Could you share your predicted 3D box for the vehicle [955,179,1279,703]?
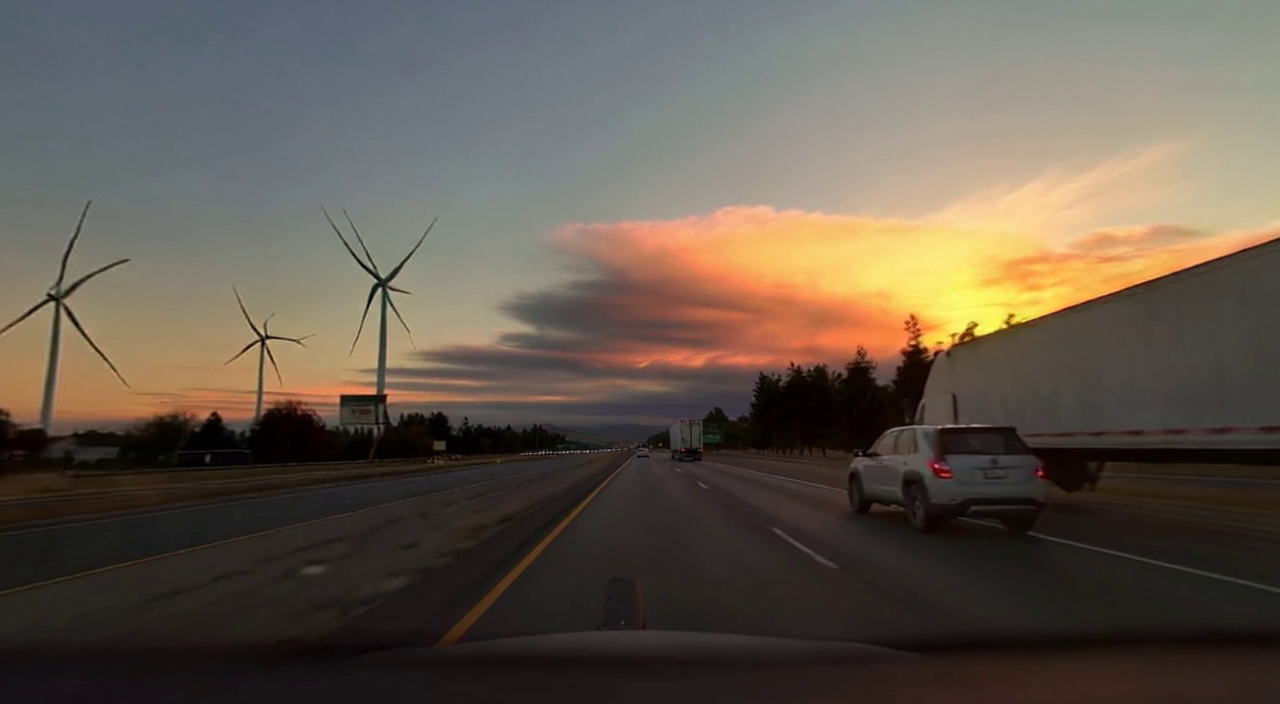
[{"bbox_3d":[4.490,0.515,3.426,2.609,2.648,5.397,0,-9,-1],"label":"vehicle"}]
